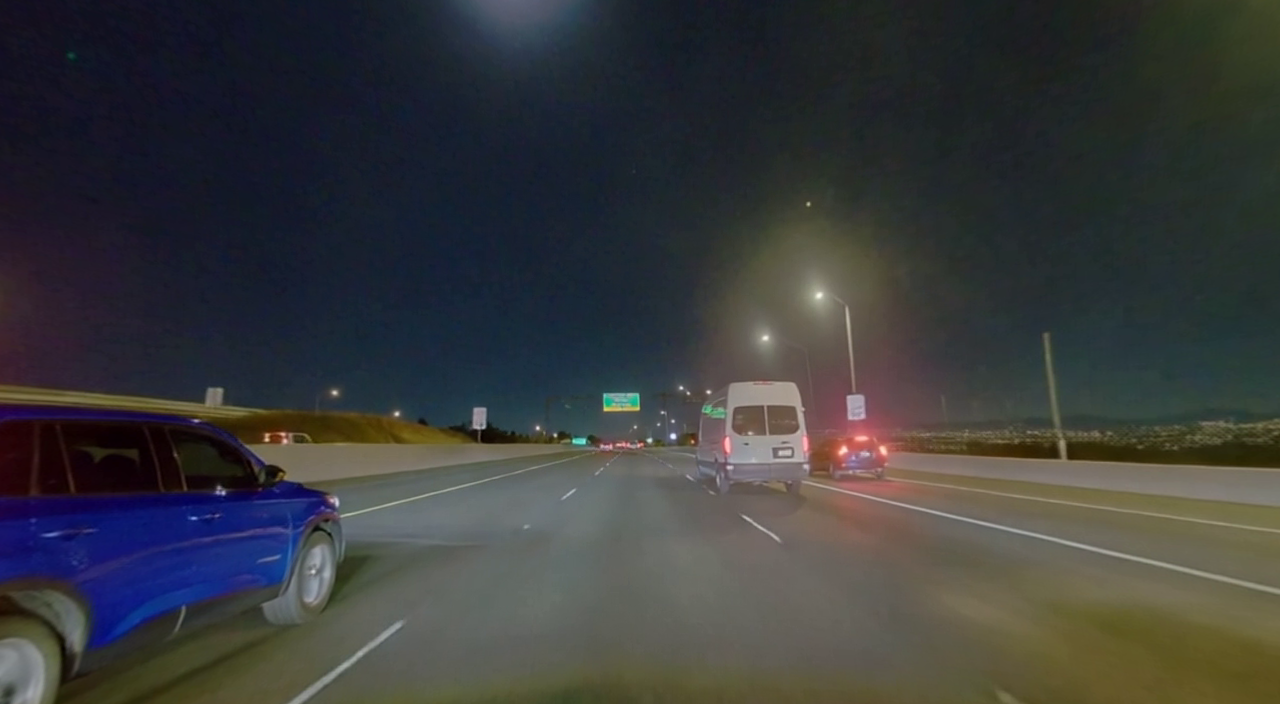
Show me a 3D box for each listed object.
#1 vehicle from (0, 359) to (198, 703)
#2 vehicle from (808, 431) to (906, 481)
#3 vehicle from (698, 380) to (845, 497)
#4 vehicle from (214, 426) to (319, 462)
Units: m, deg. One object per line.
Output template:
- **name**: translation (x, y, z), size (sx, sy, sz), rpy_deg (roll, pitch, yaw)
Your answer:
- **vehicle**: translation (-3.893, 0.734, 1.964), size (2.000, 1.646, 4.201), rpy_deg (0, -8, -1)
- **vehicle**: translation (7.650, 3.708, 22.762), size (1.978, 1.621, 4.320), rpy_deg (0, -8, 0)
- **vehicle**: translation (3.356, 2.490, 18.111), size (2.629, 2.718, 6.740), rpy_deg (0, -8, -1)
- **vehicle**: translation (-18.029, 4.483, 30.809), size (2.044, 1.573, 4.964), rpy_deg (0, -8, 1)
